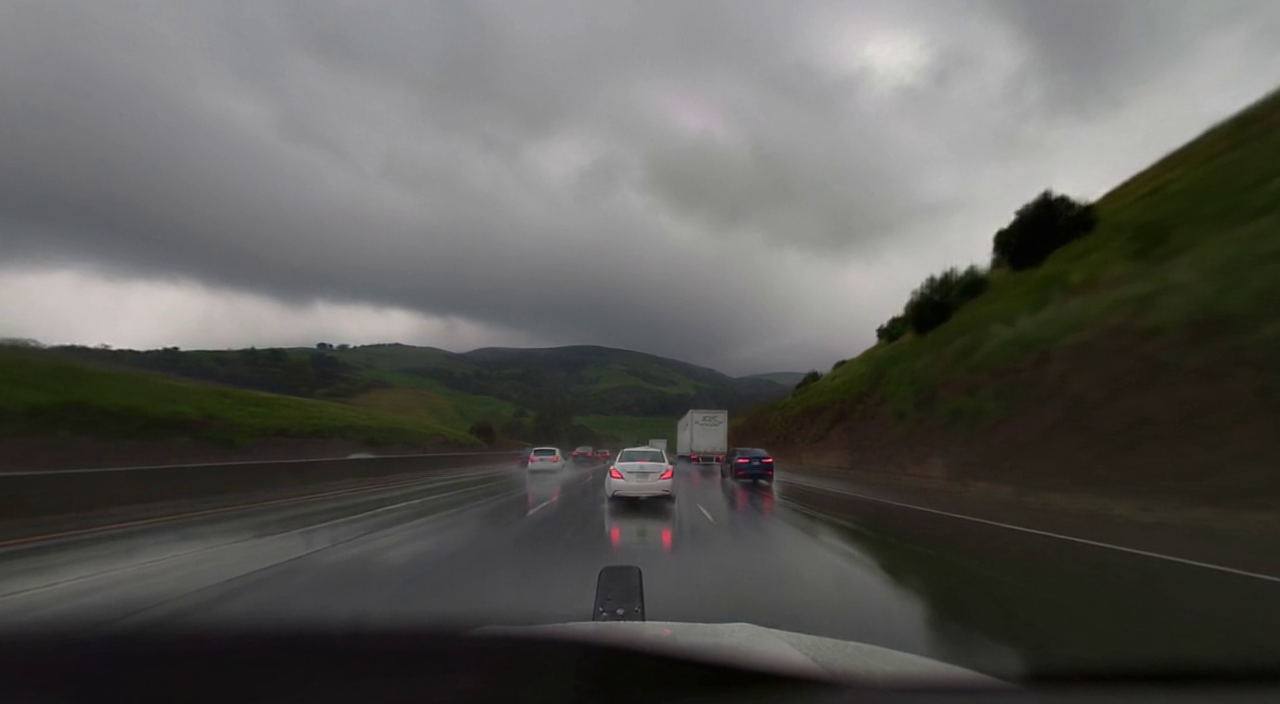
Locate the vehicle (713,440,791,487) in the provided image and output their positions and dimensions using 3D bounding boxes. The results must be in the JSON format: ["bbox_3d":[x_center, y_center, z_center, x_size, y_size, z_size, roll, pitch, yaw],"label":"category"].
[{"bbox_3d":[4.075,4.145,23.656,2.029,1.579,4.484,0,-9,-1],"label":"vehicle"}]

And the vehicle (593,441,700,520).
[{"bbox_3d":[0.128,2.739,13.896,2.041,1.484,3.535,0,-9,0],"label":"vehicle"}]

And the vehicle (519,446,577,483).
[{"bbox_3d":[-3.910,4.855,27.391,1.848,1.486,3.832,-1,-9,2],"label":"vehicle"}]
